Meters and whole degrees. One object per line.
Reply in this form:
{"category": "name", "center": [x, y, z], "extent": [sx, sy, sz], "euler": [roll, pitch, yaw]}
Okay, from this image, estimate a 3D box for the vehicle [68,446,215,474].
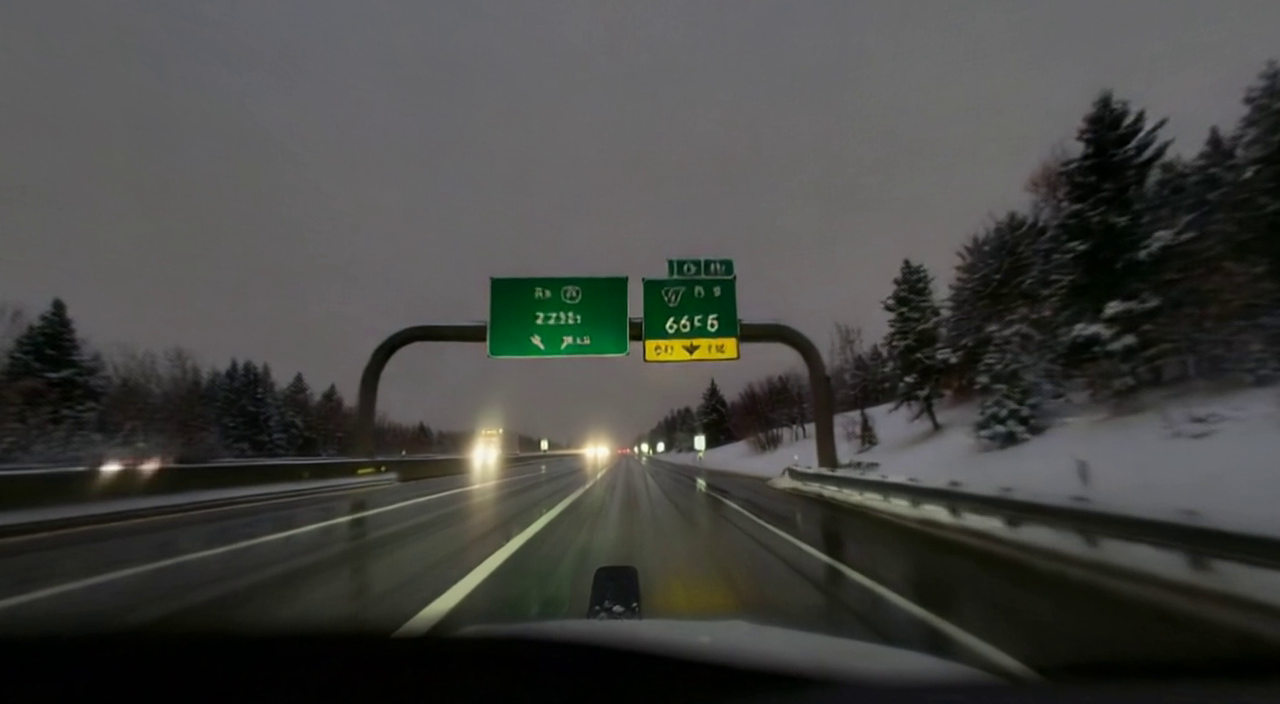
{"category": "vehicle", "center": [-20.335, 4.428, 25.935], "extent": [1.981, 1.049, 5.133], "euler": [0, -9, -1]}
